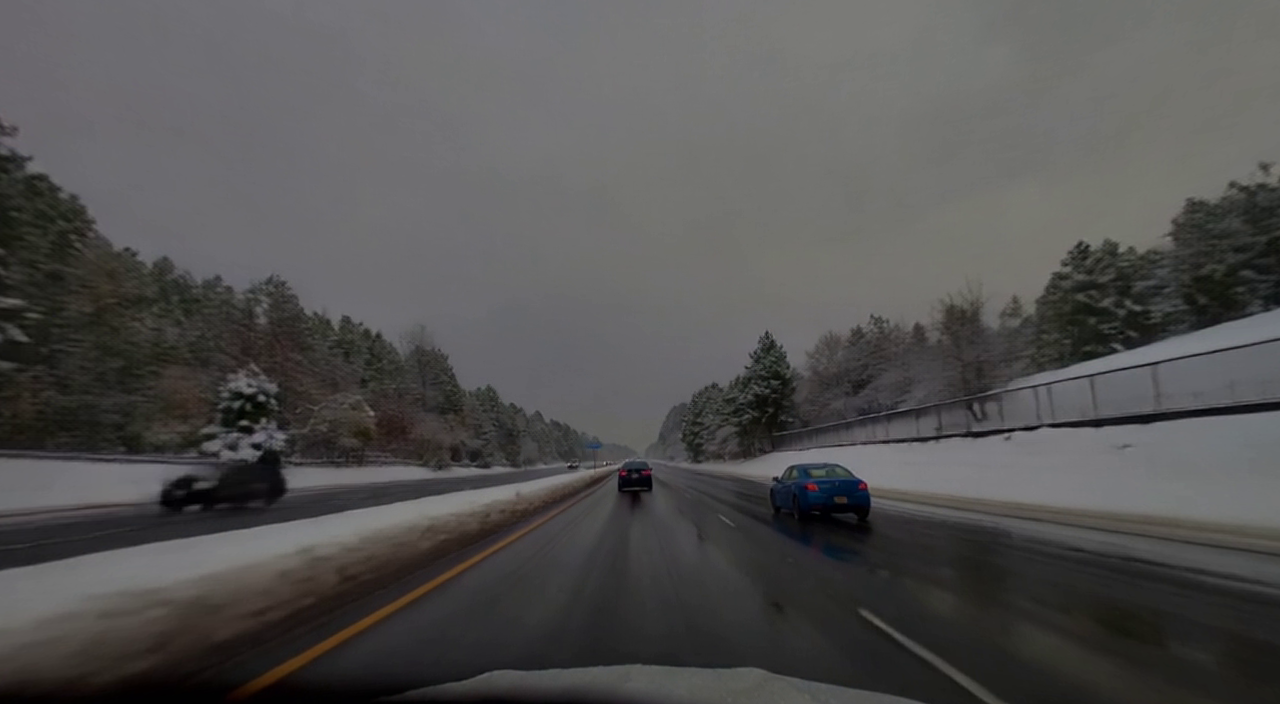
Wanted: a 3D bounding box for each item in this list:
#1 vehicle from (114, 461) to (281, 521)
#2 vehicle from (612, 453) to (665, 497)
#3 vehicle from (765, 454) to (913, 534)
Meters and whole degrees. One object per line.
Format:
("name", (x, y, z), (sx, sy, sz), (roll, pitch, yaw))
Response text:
("vehicle", (-12.625, 3.970, 18.351), (1.966, 1.486, 3.941), (1, -10, -1))
("vehicle", (-0.048, 5.059, 26.021), (2.037, 1.605, 3.833), (1, -10, 0))
("vehicle", (4.236, 3.102, 14.159), (1.938, 1.494, 4.032), (1, -10, -1))
